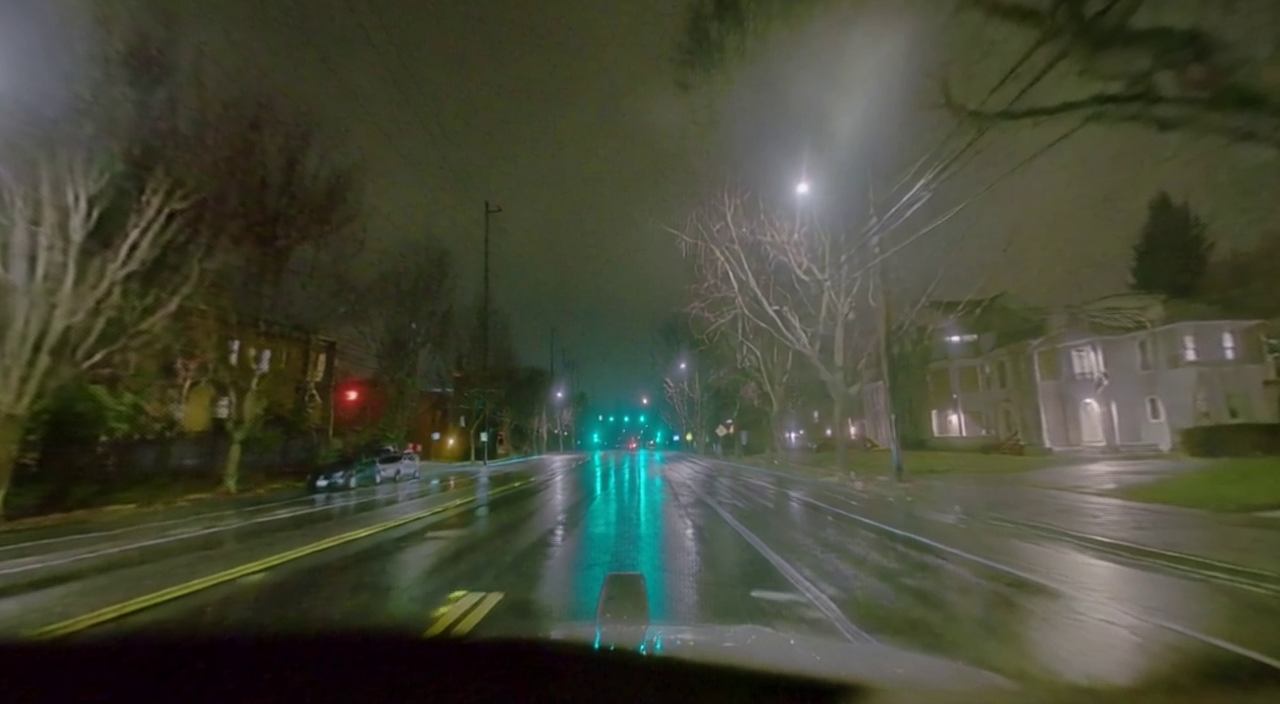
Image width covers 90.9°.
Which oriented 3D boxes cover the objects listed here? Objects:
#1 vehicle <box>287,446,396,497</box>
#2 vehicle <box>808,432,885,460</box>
[{"bbox_3d":[-11.578,4.606,24.897,2.023,1.629,4.822,-2,-7,0],"label":"vehicle"},{"bbox_3d":[14.251,6.501,43.728,4.907,1.693,2.081,0,-7,14],"label":"vehicle"}]
